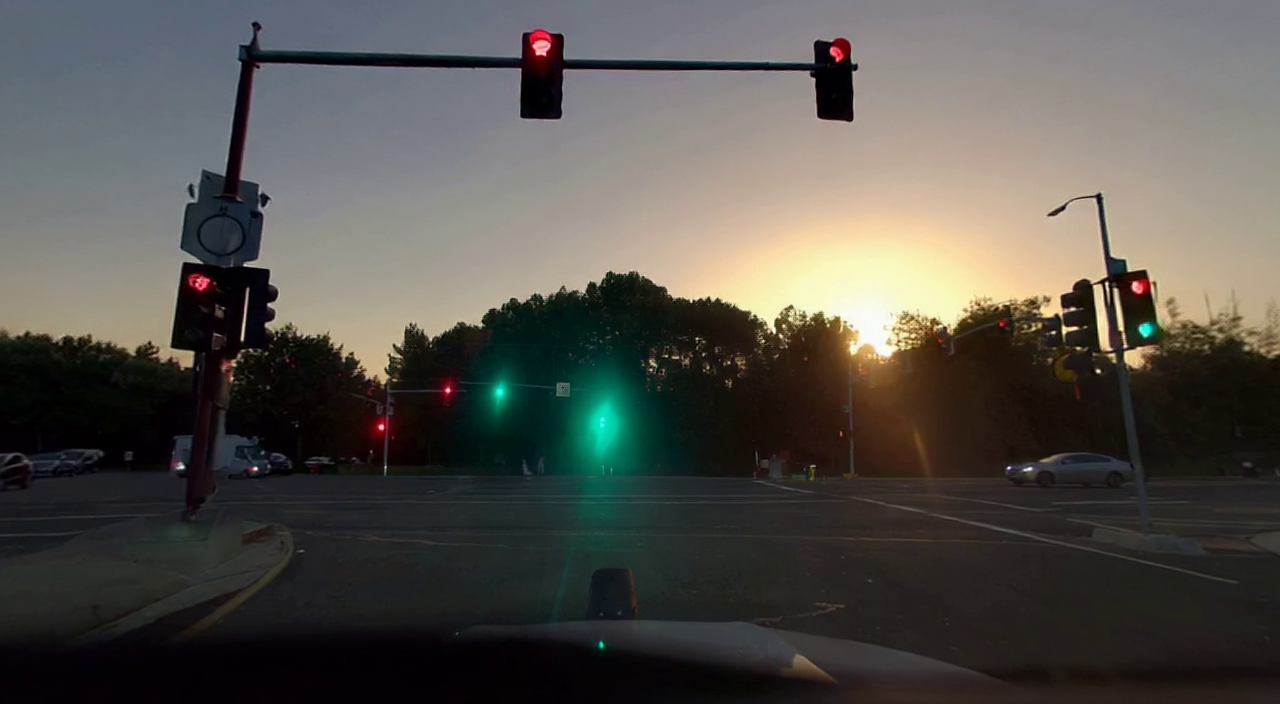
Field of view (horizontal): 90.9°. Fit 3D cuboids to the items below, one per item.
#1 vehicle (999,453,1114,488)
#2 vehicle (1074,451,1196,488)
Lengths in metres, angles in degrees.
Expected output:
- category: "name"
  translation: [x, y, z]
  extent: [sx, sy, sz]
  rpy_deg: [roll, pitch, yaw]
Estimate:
- category: "vehicle"
  translation: [21.392, 6.115, 32.469]
  extent: [4.455, 1.647, 2.124]
  rpy_deg: [1, -12, -7]
- category: "vehicle"
  translation: [22.742, 5.451, 29.057]
  extent: [3.998, 1.590, 1.936]
  rpy_deg: [1, -12, -6]
